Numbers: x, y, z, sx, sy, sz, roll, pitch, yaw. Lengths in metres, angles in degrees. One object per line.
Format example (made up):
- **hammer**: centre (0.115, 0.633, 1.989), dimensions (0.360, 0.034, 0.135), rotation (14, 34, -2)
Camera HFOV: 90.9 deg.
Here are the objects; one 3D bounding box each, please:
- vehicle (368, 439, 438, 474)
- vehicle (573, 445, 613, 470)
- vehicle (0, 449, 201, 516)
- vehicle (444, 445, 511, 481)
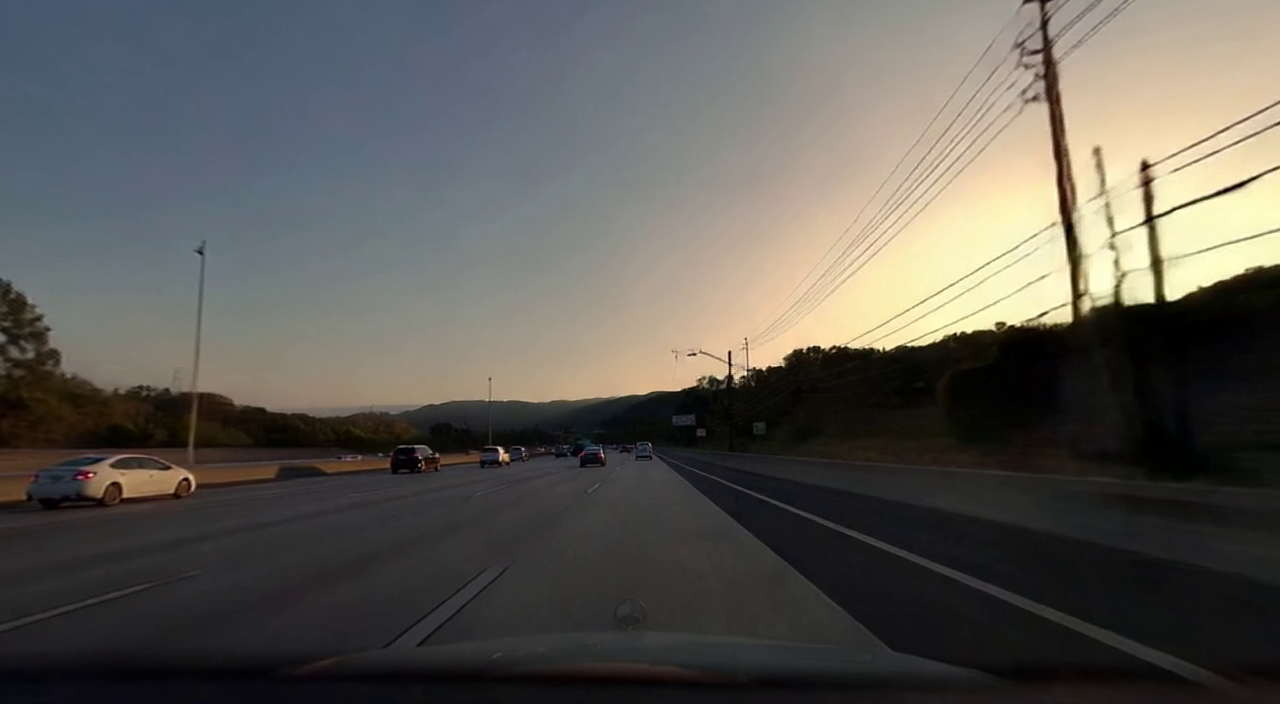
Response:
- **vehicle**: centre (-14.389, 6.377, 38.666), dimensions (2.172, 1.946, 5.017), rotation (0, -9, 1)
- **vehicle**: centre (-2.847, 6.488, 39.047), dimensions (2.064, 1.446, 4.409), rotation (0, -9, 0)
- **vehicle**: centre (-14.363, 3.333, 16.726), dimensions (1.885, 1.474, 4.849), rotation (0, -9, 1)
- **vehicle**: centre (-7.352, 5.038, 28.903), dimensions (1.899, 1.472, 4.202), rotation (0, -9, 1)
